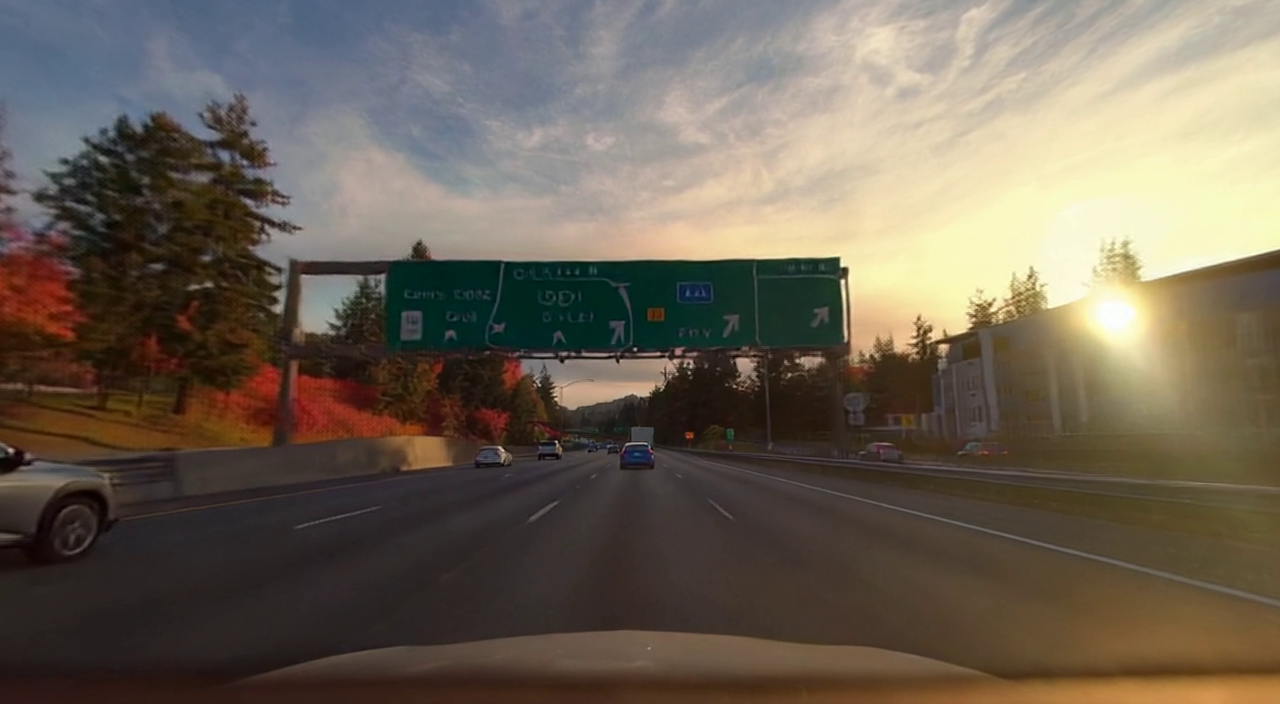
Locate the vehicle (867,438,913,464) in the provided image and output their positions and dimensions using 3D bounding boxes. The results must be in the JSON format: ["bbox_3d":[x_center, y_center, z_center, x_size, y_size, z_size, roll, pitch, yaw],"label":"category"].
[{"bbox_3d":[18.973,7.516,48.029,2.242,1.835,4.667,-1,-9,8],"label":"vehicle"}]

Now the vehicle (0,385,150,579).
[{"bbox_3d":[-7.172,1.119,5.228,2.146,1.834,4.999,0,-9,0],"label":"vehicle"}]

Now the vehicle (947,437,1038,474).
[{"bbox_3d":[17.328,5.099,31.291,2.019,1.657,4.582,0,-9,3],"label":"vehicle"}]

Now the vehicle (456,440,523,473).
[{"bbox_3d":[-7.323,5.130,31.105,2.074,1.495,4.643,0,-9,1],"label":"vehicle"}]

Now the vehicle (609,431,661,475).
[{"bbox_3d":[-0.220,4.742,29.765,2.245,1.863,4.801,0,-9,0],"label":"vehicle"}]
